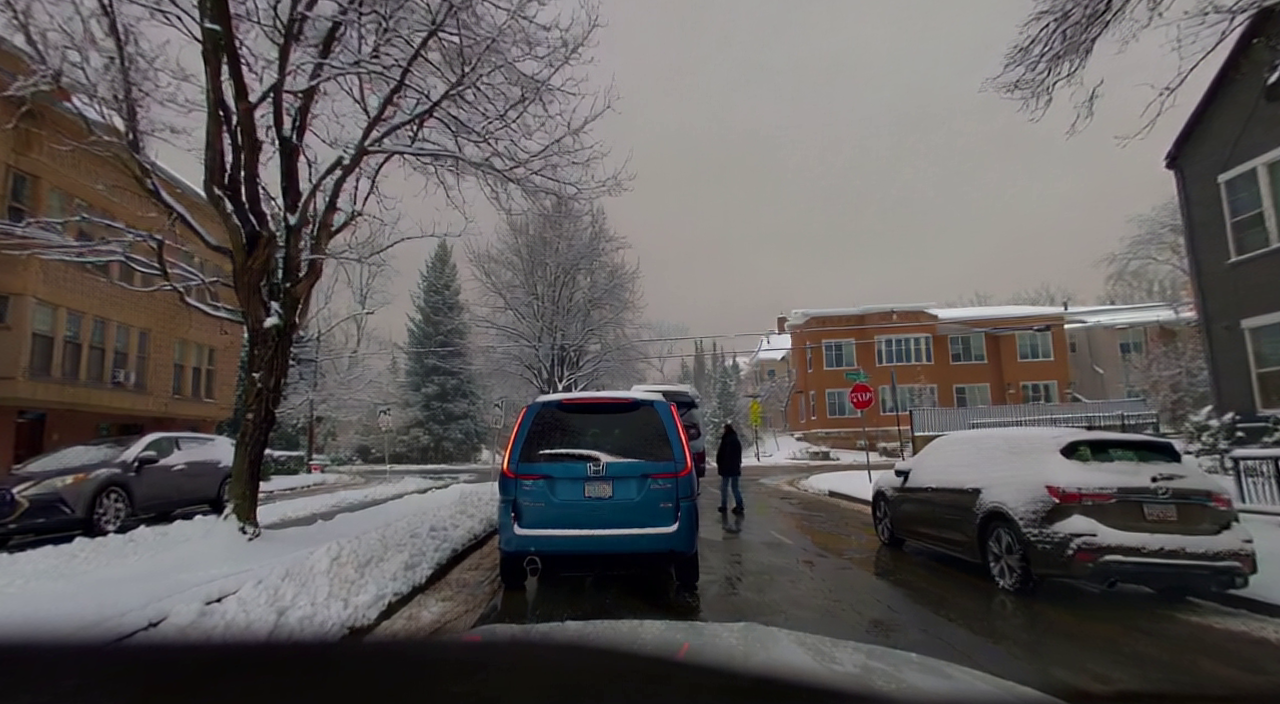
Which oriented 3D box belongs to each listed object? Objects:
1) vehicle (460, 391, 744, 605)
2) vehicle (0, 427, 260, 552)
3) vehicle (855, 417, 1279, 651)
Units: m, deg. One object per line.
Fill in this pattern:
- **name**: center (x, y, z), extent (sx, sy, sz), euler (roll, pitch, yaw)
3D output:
- **vehicle**: center (-0.327, 1.577, 7.709), extent (2.377, 1.787, 4.652), euler (0, -8, 0)
- **vehicle**: center (-8.291, 2.019, 10.052), extent (1.825, 1.532, 4.083), euler (-3, -7, 2)
- **vehicle**: center (4.219, 1.679, 6.905), extent (1.959, 1.581, 4.731), euler (4, -9, -2)
